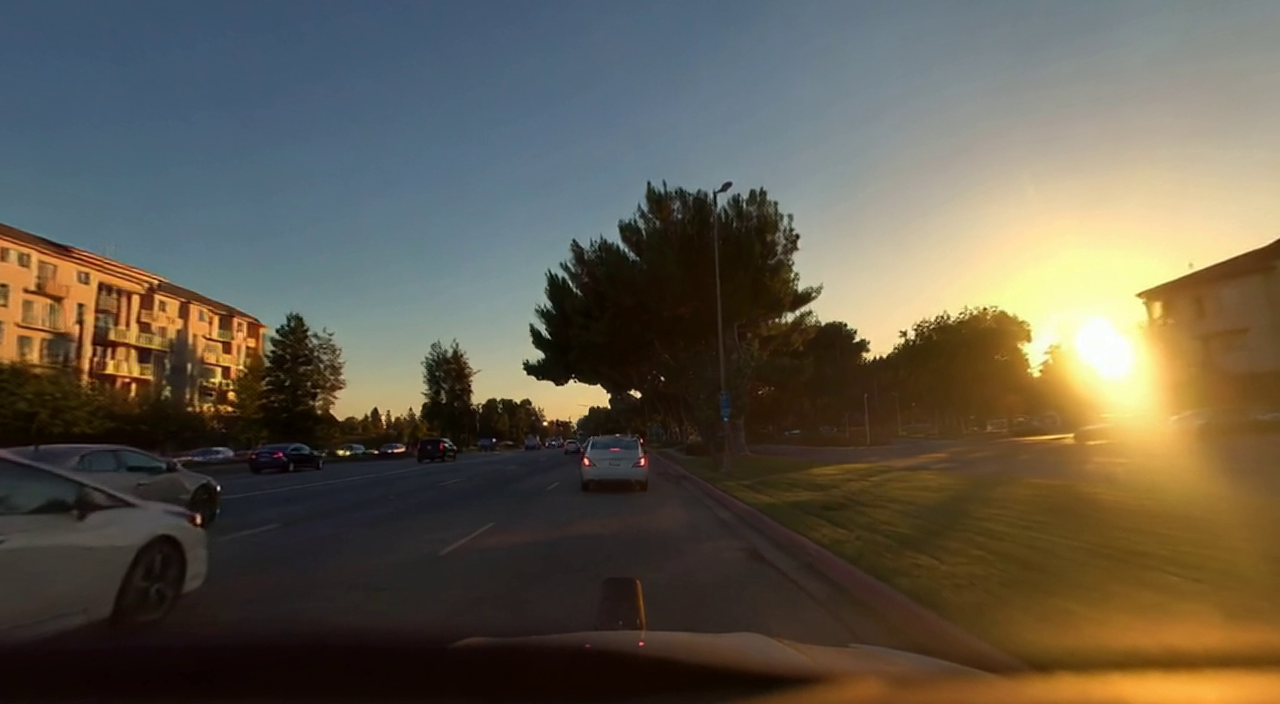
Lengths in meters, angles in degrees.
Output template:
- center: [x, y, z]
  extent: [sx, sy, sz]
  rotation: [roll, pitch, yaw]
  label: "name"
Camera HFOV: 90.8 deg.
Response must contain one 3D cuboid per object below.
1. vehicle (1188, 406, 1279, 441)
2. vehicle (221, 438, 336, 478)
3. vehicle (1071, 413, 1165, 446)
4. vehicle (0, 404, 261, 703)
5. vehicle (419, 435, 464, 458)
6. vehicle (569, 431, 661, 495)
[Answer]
- center: [26.566, 3.139, 27.722]
  extent: [3.512, 1.415, 1.722]
  rotation: [0, -9, -5]
  label: "vehicle"
- center: [-14.562, 4.287, 25.807]
  extent: [2.024, 1.484, 4.592]
  rotation: [0, -8, -1]
  label: "vehicle"
- center: [24.810, 4.040, 32.837]
  extent: [3.437, 1.408, 1.759]
  rotation: [-3, -9, -5]
  label: "vehicle"
- center: [-4.142, 0.977, 2.805]
  extent: [2.032, 1.515, 4.641]
  rotation: [0, -8, 0]
  label: "vehicle"
- center: [-15.248, 7.312, 48.819]
  extent: [2.064, 1.686, 4.380]
  rotation: [0, -8, 0]
  label: "vehicle"
- center: [-0.623, 2.882, 16.764]
  extent: [2.099, 1.469, 4.389]
  rotation: [0, -8, -1]
  label: "vehicle"
